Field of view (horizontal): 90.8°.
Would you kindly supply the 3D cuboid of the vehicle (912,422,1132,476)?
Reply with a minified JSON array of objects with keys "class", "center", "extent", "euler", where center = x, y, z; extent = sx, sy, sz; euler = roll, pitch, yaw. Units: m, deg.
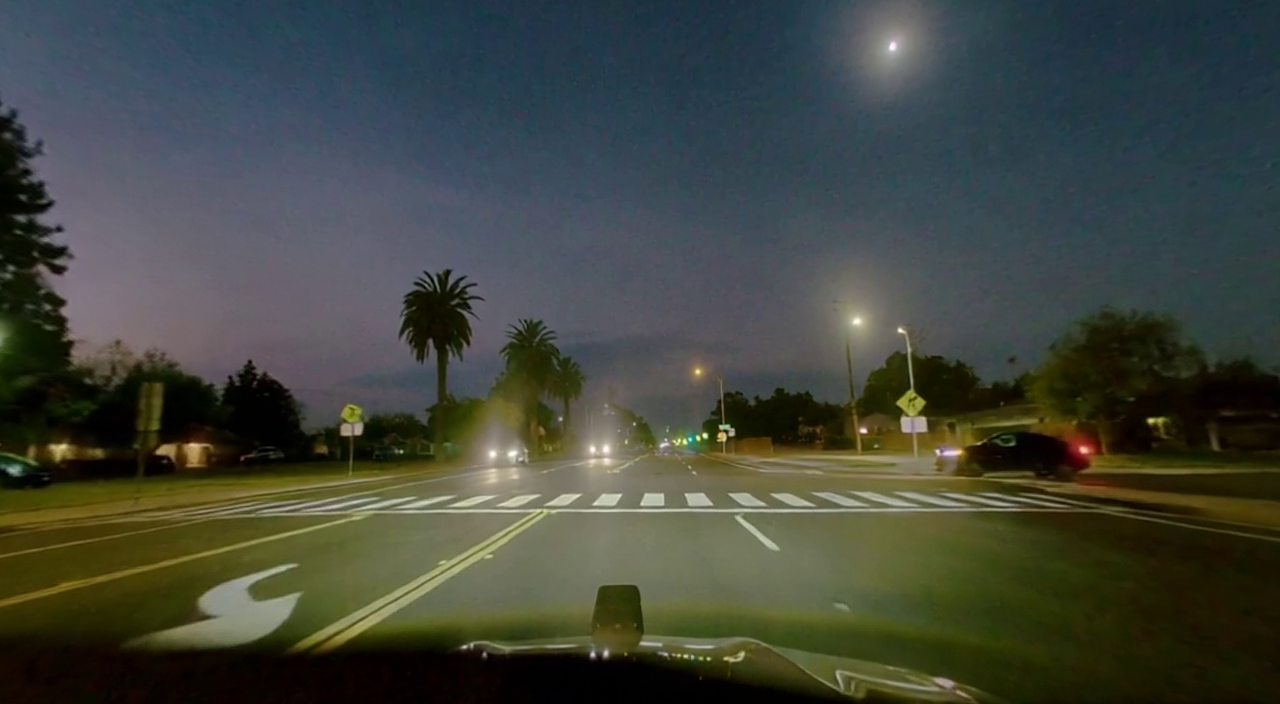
[{"class":"vehicle","center":[12.992,3.375,21.903],"extent":[5.981,1.680,2.327],"euler":[-1,-9,4]}]

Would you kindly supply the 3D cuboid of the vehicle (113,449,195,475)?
[{"class":"vehicle","center":[-37.797,8.516,49.259],"extent":[4.646,1.880,1.886],"euler":[3,-8,-22]}]

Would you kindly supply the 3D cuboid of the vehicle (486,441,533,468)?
[{"class":"vehicle","center":[-8.743,6.884,42.689],"extent":[1.976,1.706,4.409],"euler":[-1,-8,4]}]
